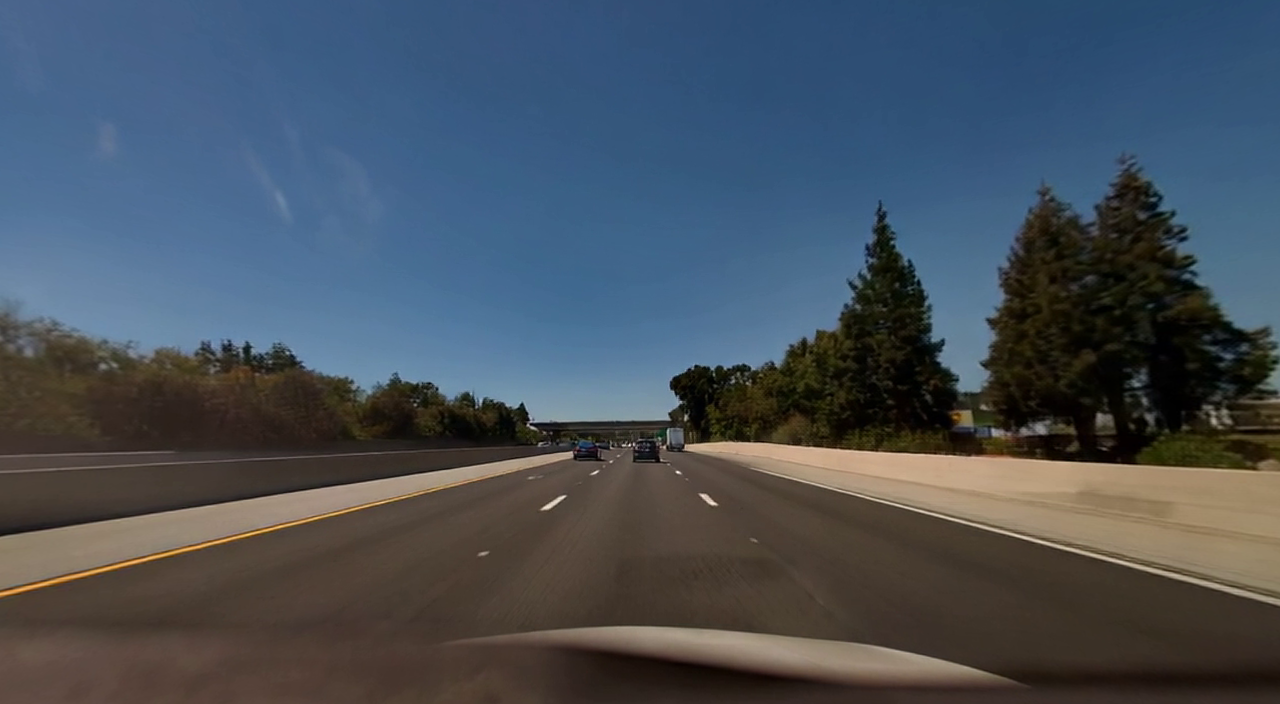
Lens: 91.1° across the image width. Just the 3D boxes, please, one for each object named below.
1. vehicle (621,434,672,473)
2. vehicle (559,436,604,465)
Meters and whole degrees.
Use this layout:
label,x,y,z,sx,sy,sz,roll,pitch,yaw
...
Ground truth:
label,x,y,z,sx,sy,sz,roll,pitch,yaw
vehicle,0.258,4.365,27.204,2.049,1.542,3.816,0,-8,0
vehicle,-3.371,5.759,37.000,2.066,1.561,4.495,0,-8,1
